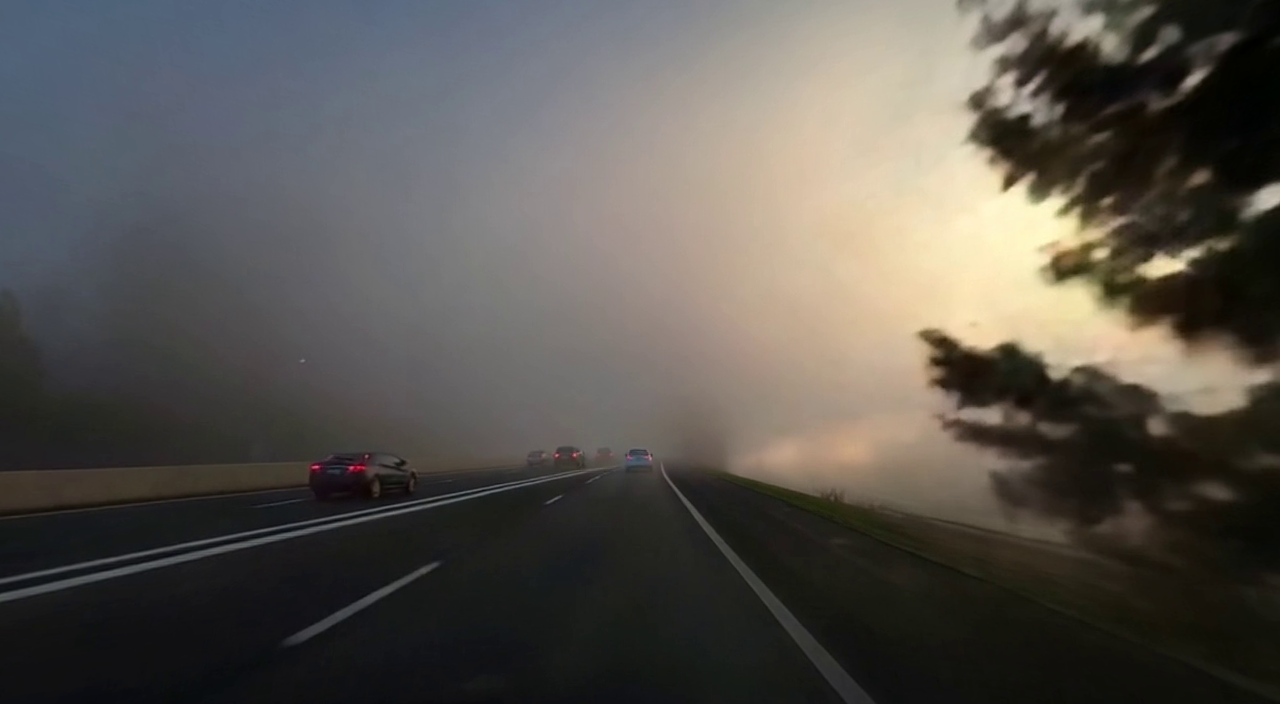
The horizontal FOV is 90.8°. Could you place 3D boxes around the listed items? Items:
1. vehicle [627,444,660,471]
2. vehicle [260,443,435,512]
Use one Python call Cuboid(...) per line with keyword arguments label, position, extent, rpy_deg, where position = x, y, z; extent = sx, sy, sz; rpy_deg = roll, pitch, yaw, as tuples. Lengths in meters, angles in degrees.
Cuboid(label="vehicle", position=(0.266, 7.344, 44.022), extent=(2.179, 1.742, 4.396), rpy_deg=(0, -9, 2))
Cuboid(label="vehicle", position=(-7.578, 3.284, 17.101), extent=(2.102, 1.562, 4.884), rpy_deg=(-1, -9, 5))
